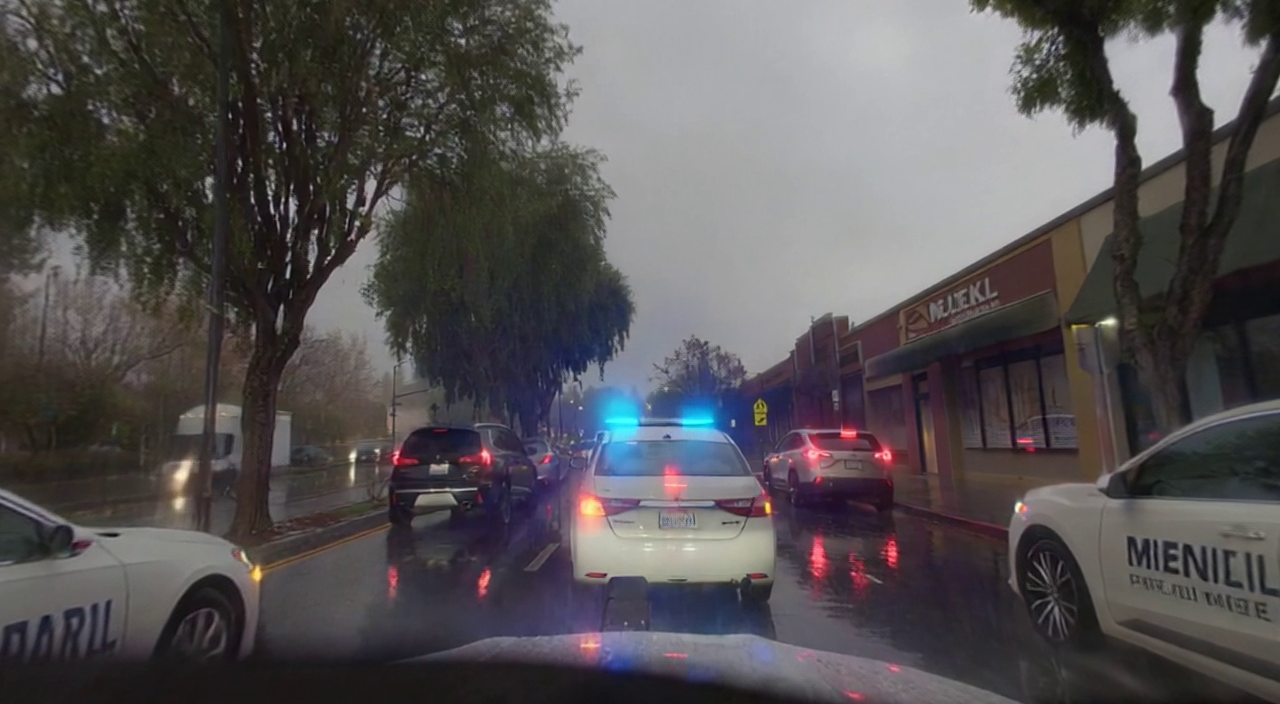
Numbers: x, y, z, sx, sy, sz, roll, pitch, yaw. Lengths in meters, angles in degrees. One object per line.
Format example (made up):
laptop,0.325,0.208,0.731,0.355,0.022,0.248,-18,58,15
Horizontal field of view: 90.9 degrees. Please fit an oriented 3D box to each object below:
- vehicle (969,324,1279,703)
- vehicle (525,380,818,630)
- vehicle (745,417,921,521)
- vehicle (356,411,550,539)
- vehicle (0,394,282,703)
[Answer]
vehicle,4.023,0.908,3.242,1.987,1.877,5.330,3,-8,2
vehicle,0.215,1.386,6.578,2.075,1.770,4.018,0,-8,0
vehicle,4.034,2.590,14.531,2.038,1.865,5.786,1,-8,-2
vehicle,-2.986,2.093,11.296,2.135,1.806,4.514,0,-8,-1
vehicle,-2.952,0.783,1.340,1.908,1.474,4.257,0,-8,-1
